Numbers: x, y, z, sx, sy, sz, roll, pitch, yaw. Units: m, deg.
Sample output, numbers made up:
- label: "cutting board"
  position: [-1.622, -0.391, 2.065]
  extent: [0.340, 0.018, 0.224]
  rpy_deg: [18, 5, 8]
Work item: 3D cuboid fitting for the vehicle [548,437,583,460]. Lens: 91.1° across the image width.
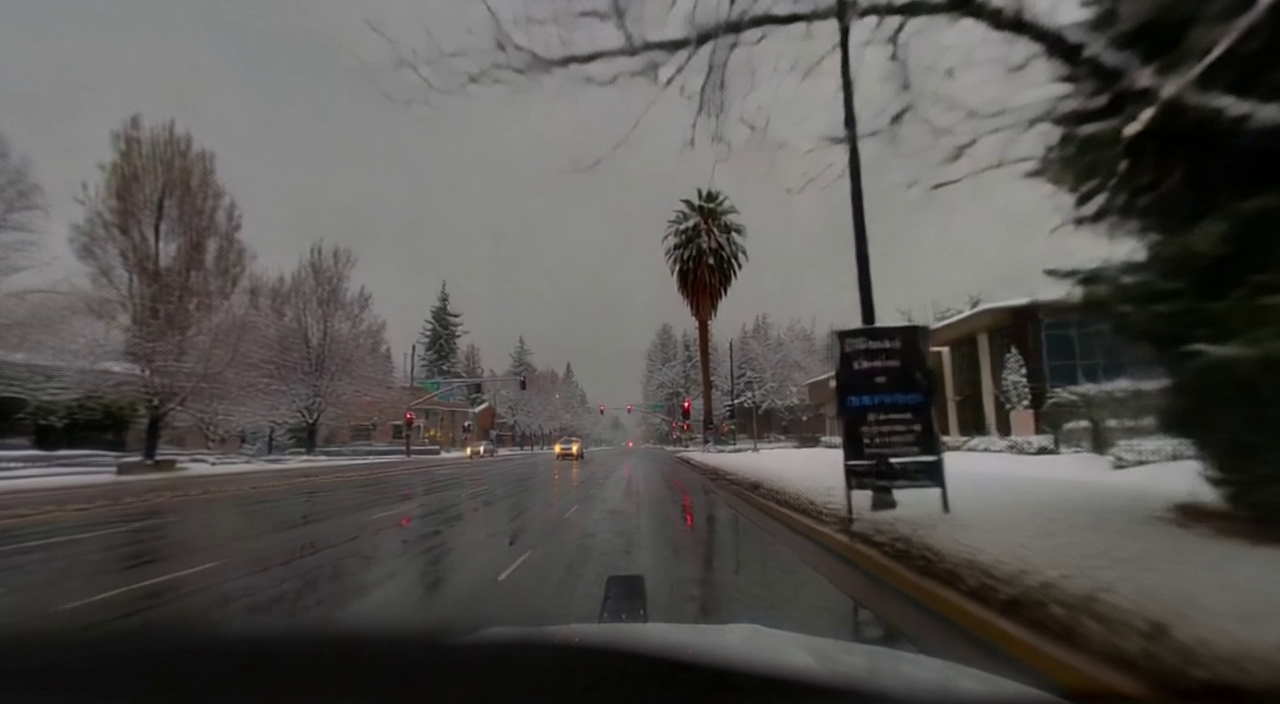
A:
- label: "vehicle"
  position: [-5.888, 7.649, 49.964]
  extent: [2.121, 1.731, 4.707]
  rpy_deg: [0, -8, 1]
